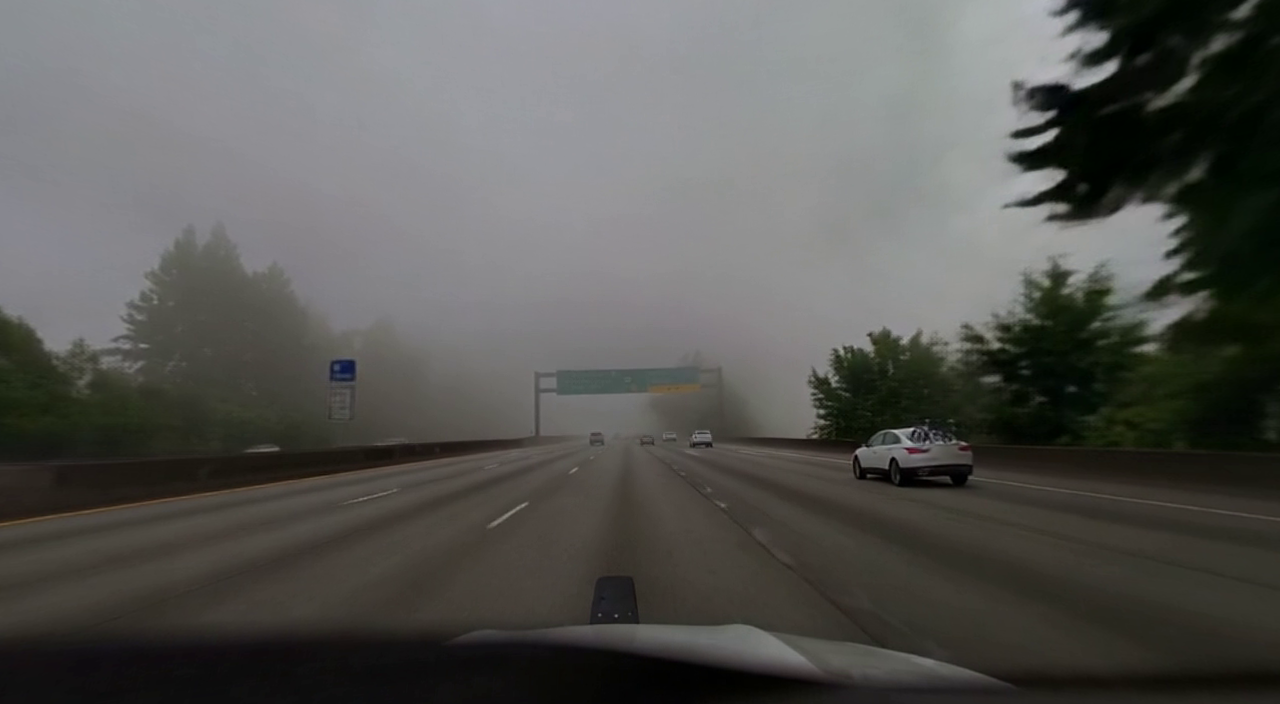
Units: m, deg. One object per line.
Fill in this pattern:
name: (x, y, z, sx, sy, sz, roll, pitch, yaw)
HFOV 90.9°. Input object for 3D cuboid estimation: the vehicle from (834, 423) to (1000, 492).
vehicle: (6.860, 2.641, 16.317, 2.034, 1.511, 4.785, 0, -7, -1)
